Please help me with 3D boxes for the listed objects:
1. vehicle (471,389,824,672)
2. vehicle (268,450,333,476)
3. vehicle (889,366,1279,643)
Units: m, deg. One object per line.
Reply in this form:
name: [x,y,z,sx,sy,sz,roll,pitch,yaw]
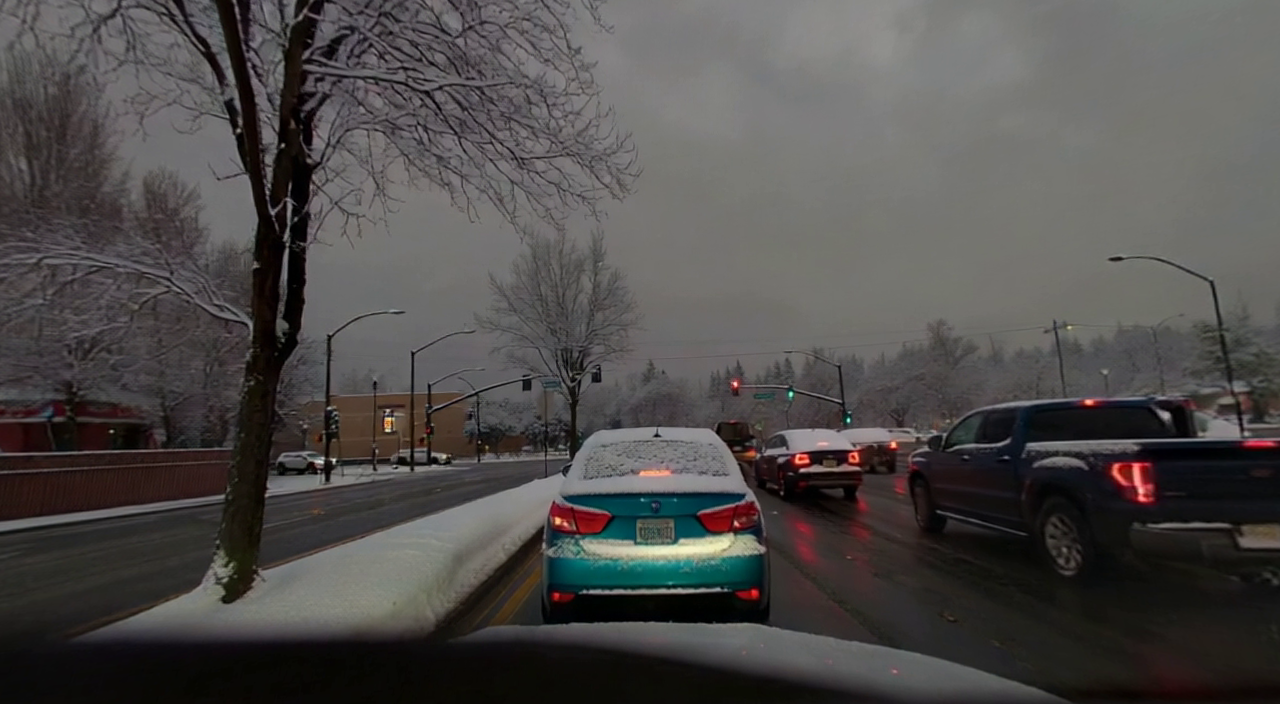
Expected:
vehicle: [0.006,1.360,5.859,2.116,1.677,3.948,0,-8,-1]
vehicle: [-24.060,7.844,44.878,1.798,1.706,4.385,-1,-8,6]
vehicle: [4.553,1.326,6.524,2.019,1.803,4.634,0,-8,0]
